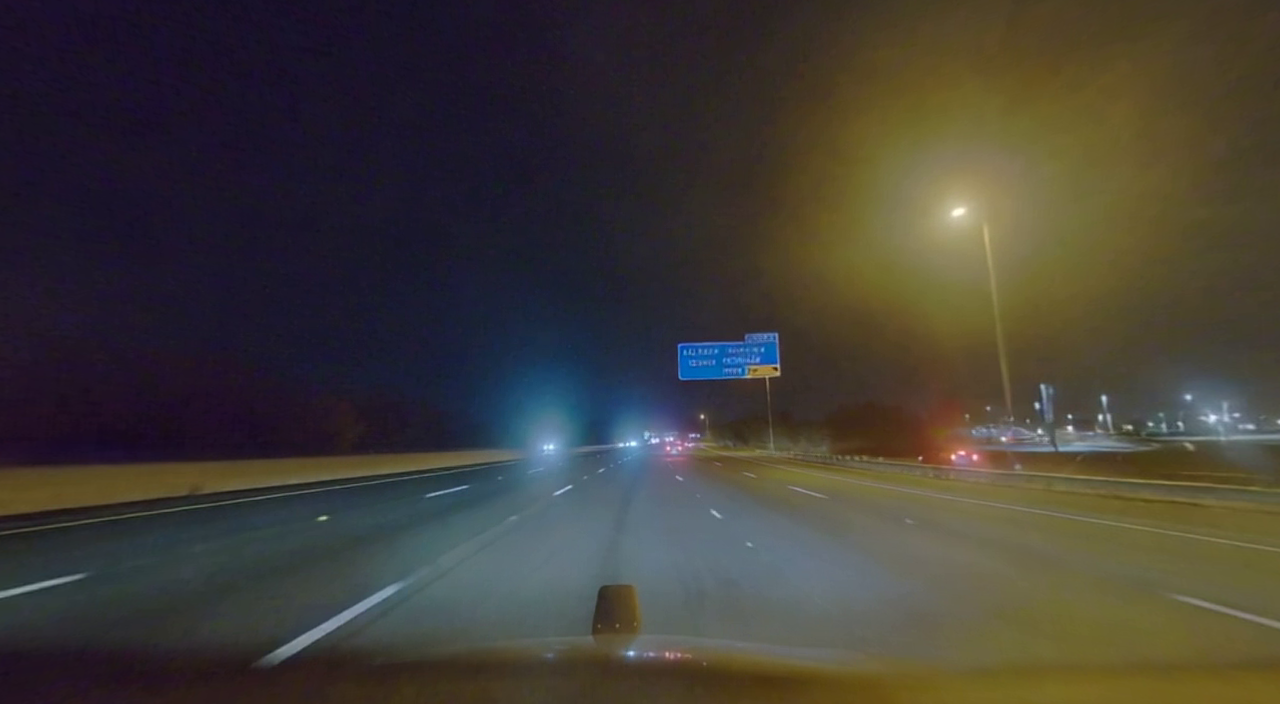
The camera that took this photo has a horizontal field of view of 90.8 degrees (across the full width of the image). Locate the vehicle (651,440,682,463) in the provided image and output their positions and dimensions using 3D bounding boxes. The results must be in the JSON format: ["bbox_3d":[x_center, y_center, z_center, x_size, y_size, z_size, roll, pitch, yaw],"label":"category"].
[{"bbox_3d":[2.026,7.773,49.499,2.224,1.738,4.376,0,-9,0],"label":"vehicle"}]
